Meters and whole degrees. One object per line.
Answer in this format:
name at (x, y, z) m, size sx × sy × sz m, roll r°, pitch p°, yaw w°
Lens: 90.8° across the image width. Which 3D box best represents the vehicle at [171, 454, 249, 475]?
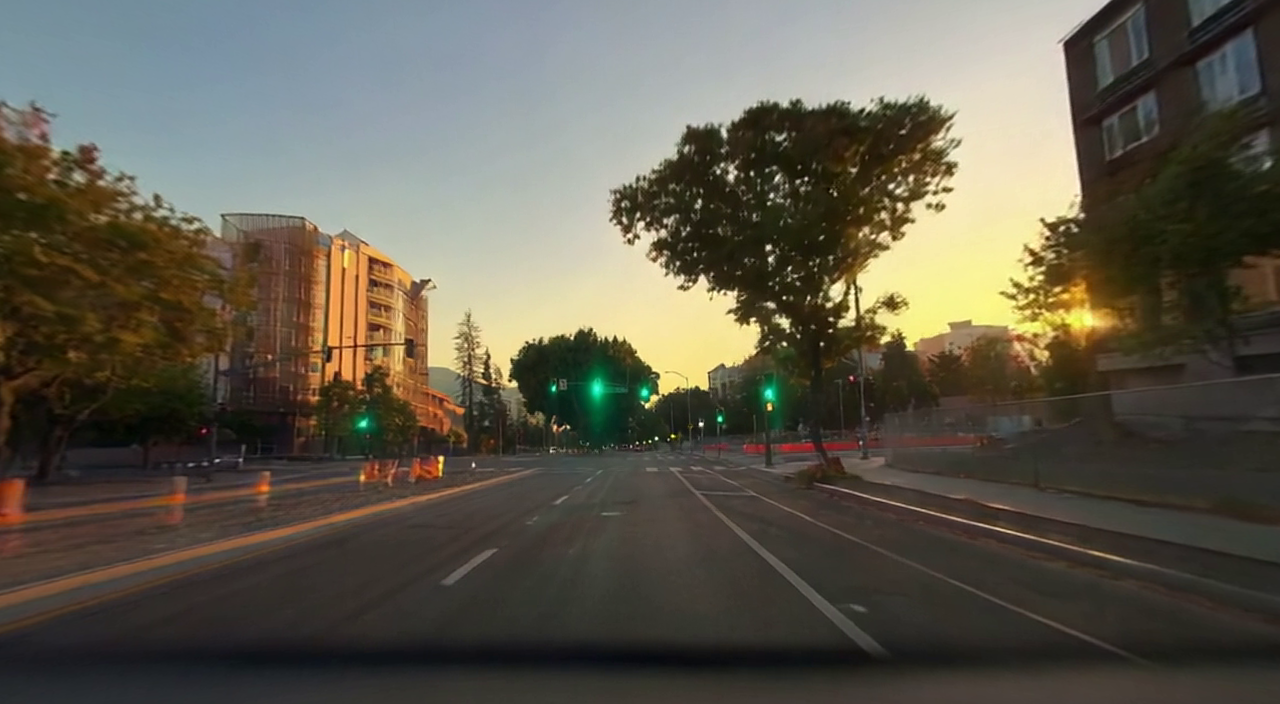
vehicle at (-32.978, 8.616, 48.519) m, size 4.530 × 1.540 × 2.057 m, roll -1°, pitch -8°, yaw 4°
